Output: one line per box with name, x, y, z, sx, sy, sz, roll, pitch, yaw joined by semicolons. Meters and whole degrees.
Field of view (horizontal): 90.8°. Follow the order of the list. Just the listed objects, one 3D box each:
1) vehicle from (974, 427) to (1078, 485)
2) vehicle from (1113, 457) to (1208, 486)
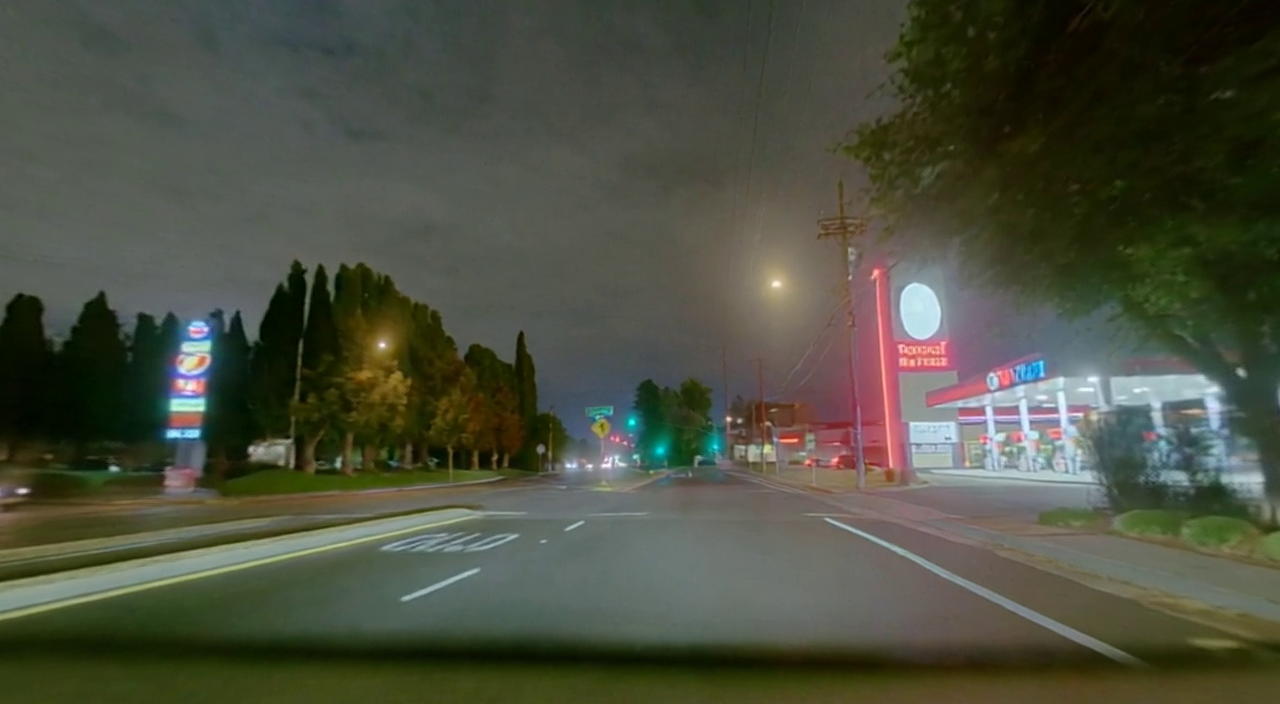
vehicle;21.336;5.748;35.344;2.642;2.930;5.826;-1;-9;7
vehicle;28.967;6.645;35.370;2.113;1.461;3.997;-1;-9;5
